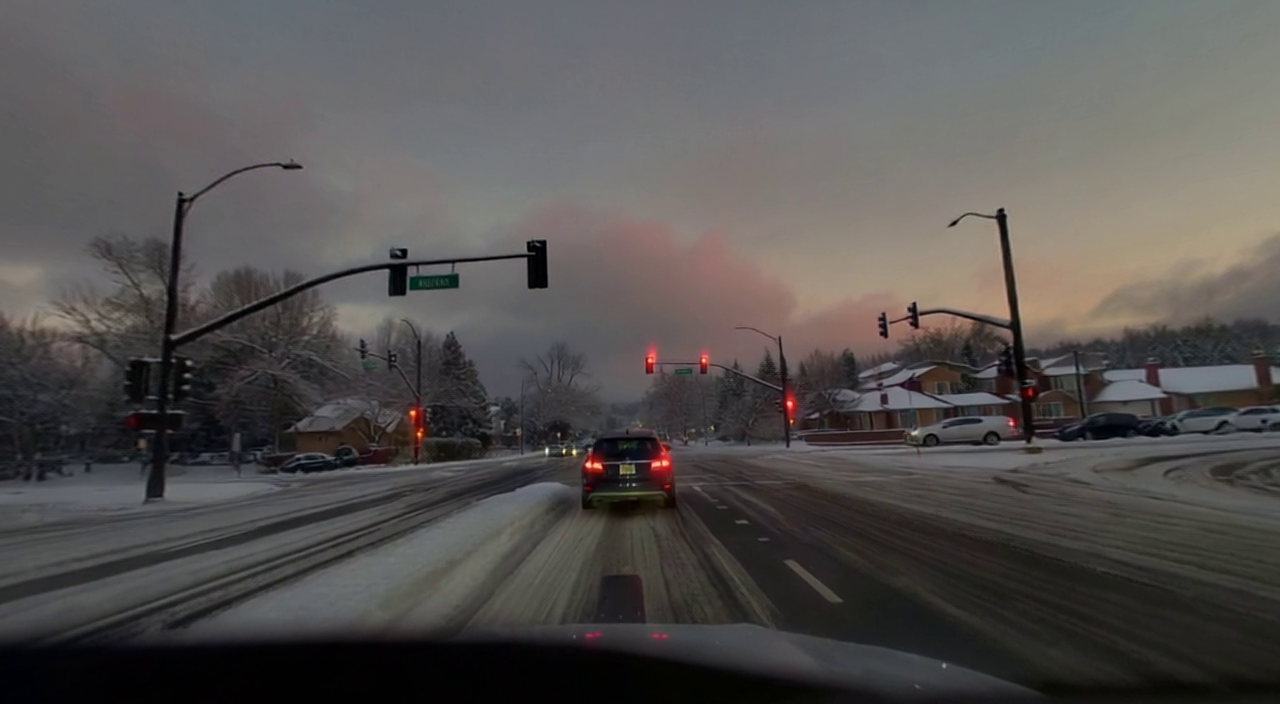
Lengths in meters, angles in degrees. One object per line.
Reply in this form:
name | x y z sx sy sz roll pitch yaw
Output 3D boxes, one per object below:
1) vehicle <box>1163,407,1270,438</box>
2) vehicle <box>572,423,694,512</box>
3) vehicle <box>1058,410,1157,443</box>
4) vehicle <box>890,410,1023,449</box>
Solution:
vehicle | 35.922 4.416 39.415 4.735 1.784 2.094 1 -7 -3
vehicle | 0.024 2.360 13.367 2.074 1.570 3.647 0 -8 7
vehicle | 28.663 4.608 38.821 4.557 1.899 1.996 1 -8 -5
vehicle | 17.784 4.384 35.782 6.025 2.000 2.876 1 -7 -2
